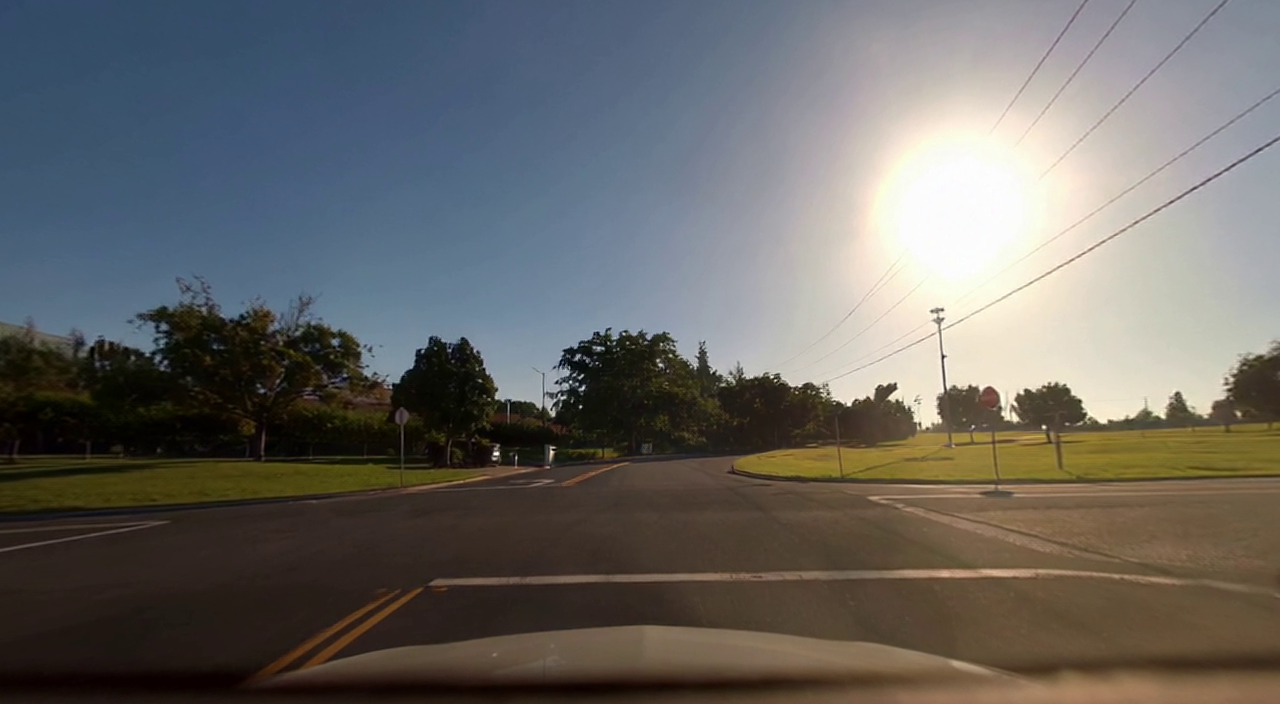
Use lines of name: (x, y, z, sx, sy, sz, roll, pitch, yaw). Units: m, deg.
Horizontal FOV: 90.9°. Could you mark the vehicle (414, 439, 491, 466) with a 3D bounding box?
vehicle: (-12.668, 6.810, 42.766, 4.590, 1.735, 1.973, -1, -8, 3)
